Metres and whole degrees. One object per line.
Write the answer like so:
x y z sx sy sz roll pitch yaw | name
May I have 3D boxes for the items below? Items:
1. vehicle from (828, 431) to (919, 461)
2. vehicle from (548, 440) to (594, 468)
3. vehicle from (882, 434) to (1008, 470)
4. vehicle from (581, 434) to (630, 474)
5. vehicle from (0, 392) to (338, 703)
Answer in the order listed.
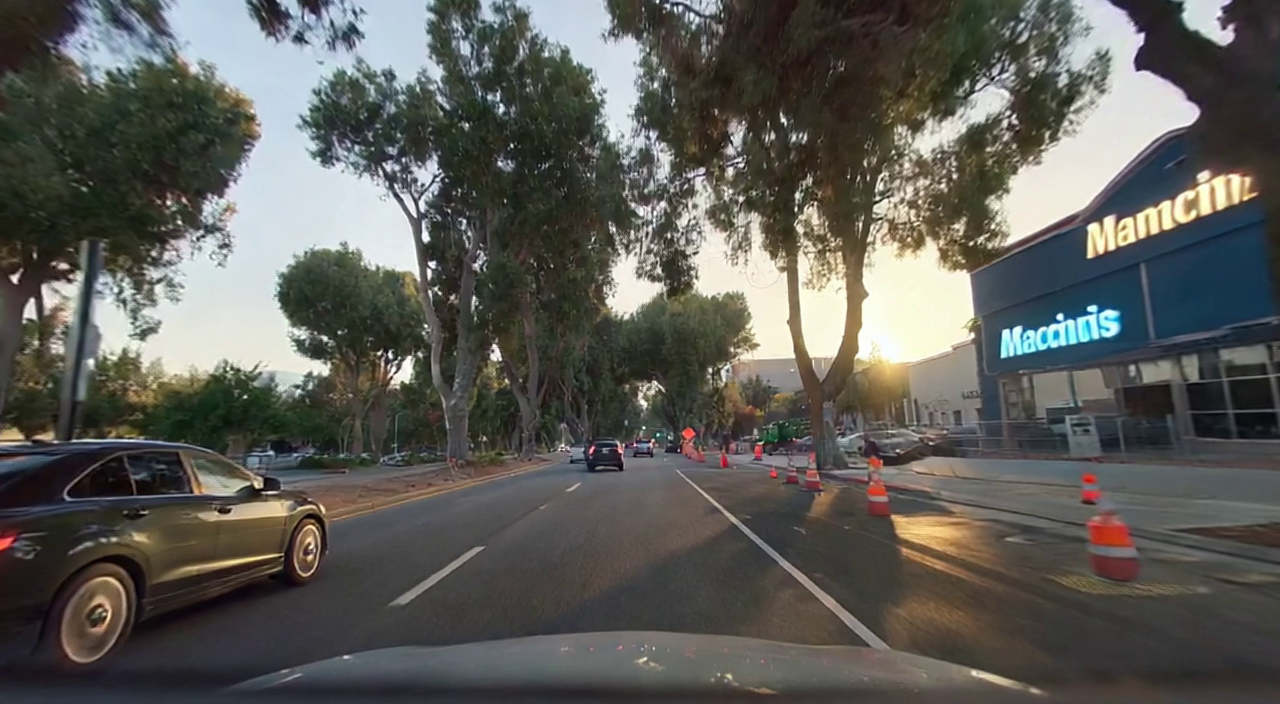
13.870 5.567 37.416 4.804 1.695 2.055 -4 -9 25 | vehicle
-3.833 5.800 35.922 2.107 1.482 4.674 0 -8 0 | vehicle
13.400 4.423 28.015 4.835 1.458 1.934 -3 -9 22 | vehicle
-1.624 4.584 28.530 2.038 1.682 4.399 1 -9 -5 | vehicle
-3.903 1.158 4.228 1.856 1.540 3.733 0 -8 0 | vehicle
